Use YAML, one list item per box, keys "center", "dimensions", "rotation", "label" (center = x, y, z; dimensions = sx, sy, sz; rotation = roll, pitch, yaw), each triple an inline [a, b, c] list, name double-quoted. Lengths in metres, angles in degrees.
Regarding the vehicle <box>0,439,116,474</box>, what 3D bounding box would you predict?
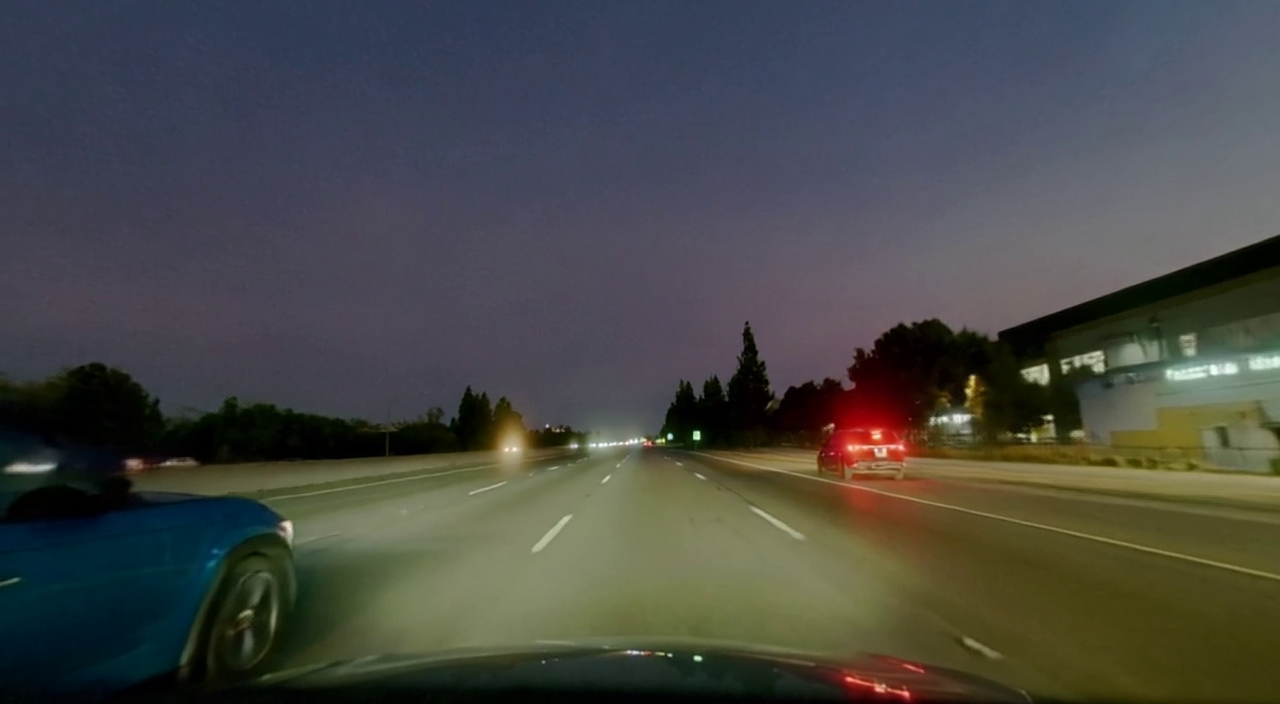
- center: [-27.229, 4.815, 29.241]
  dimensions: [1.911, 1.474, 4.571]
  rotation: [0, -8, 0]
  label: "vehicle"
